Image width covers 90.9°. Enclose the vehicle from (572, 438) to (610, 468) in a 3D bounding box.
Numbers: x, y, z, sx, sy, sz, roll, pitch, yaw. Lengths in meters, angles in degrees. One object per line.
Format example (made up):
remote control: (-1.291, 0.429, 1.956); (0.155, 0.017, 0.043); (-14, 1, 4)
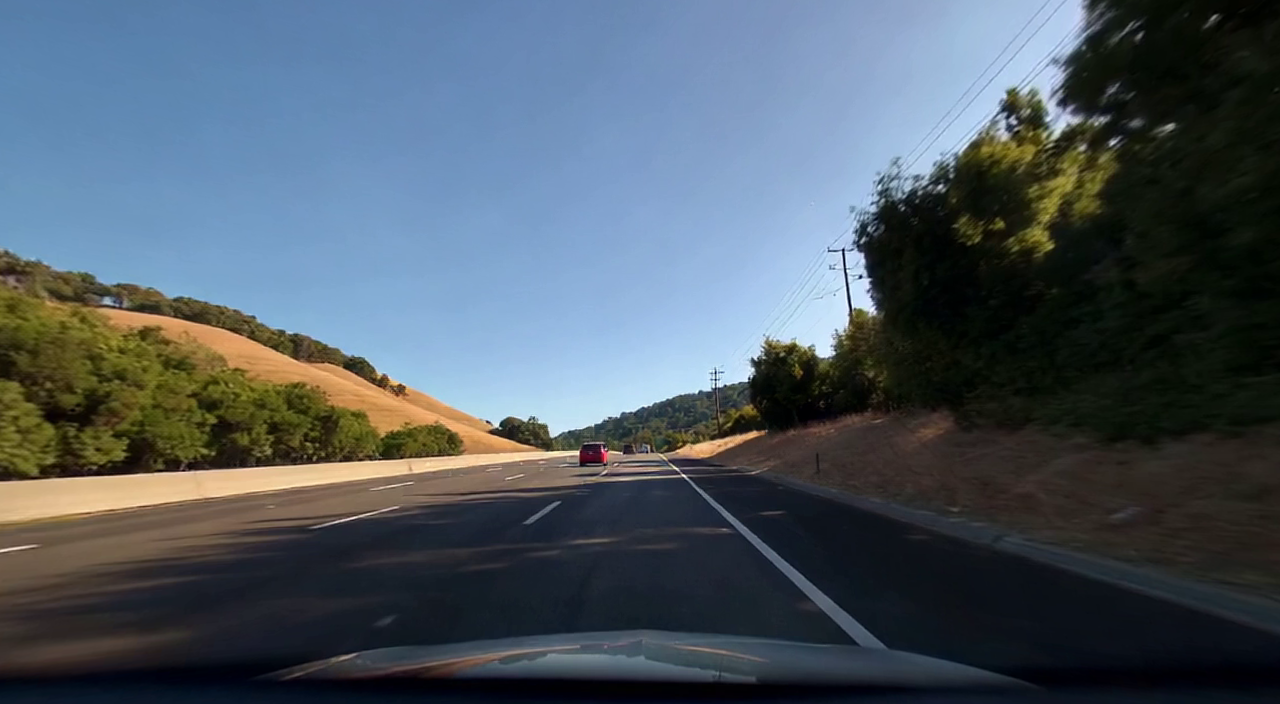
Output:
vehicle: (-3.217, 6.752, 42.385); (2.136, 1.845, 4.515); (0, -8, 1)
